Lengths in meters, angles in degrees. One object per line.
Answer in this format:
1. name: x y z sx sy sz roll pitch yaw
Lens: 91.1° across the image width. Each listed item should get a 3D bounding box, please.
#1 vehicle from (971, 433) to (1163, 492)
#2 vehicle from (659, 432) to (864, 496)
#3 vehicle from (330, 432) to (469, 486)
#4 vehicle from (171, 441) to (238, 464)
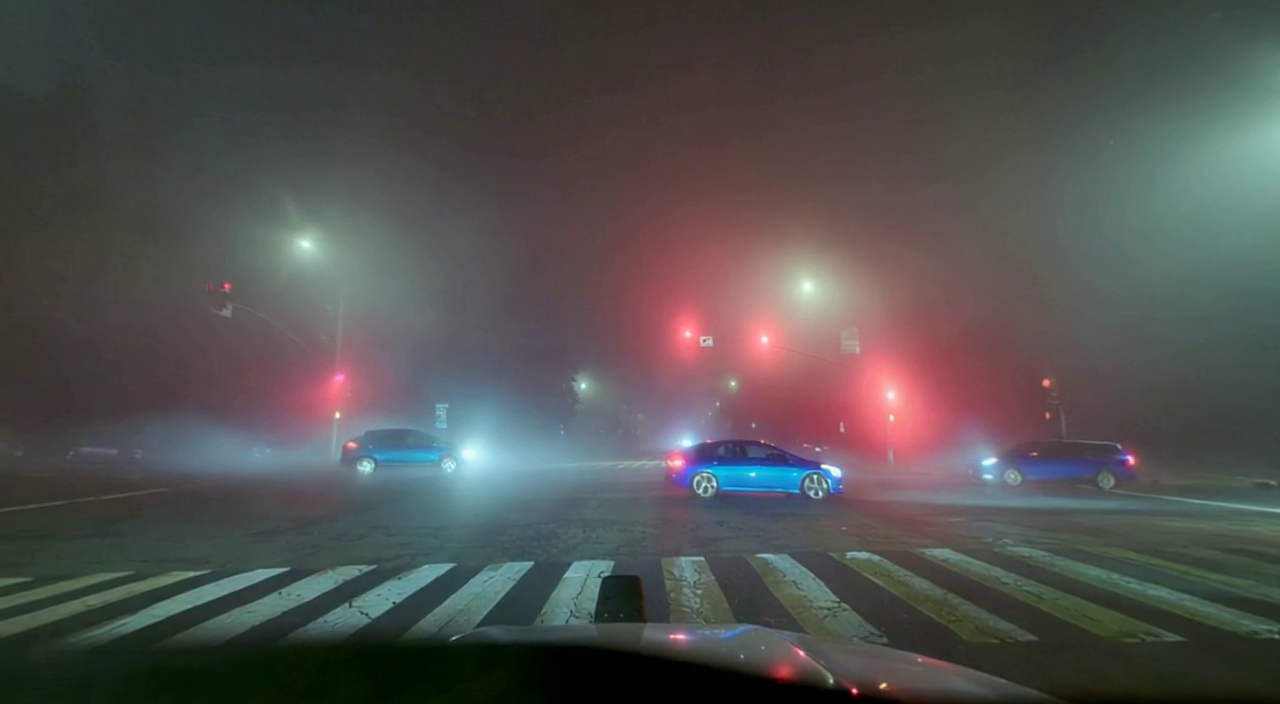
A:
1. vehicle: 13.596 3.532 20.270 4.580 1.768 2.134 0 -8 1
2. vehicle: 3.017 2.917 16.529 5.000 1.559 1.960 0 -8 1
3. vehicle: -8.333 3.747 22.234 4.346 1.753 1.994 2 -9 -15
4. vehicle: -29.107 6.695 42.053 1.696 1.431 3.686 0 -8 3
